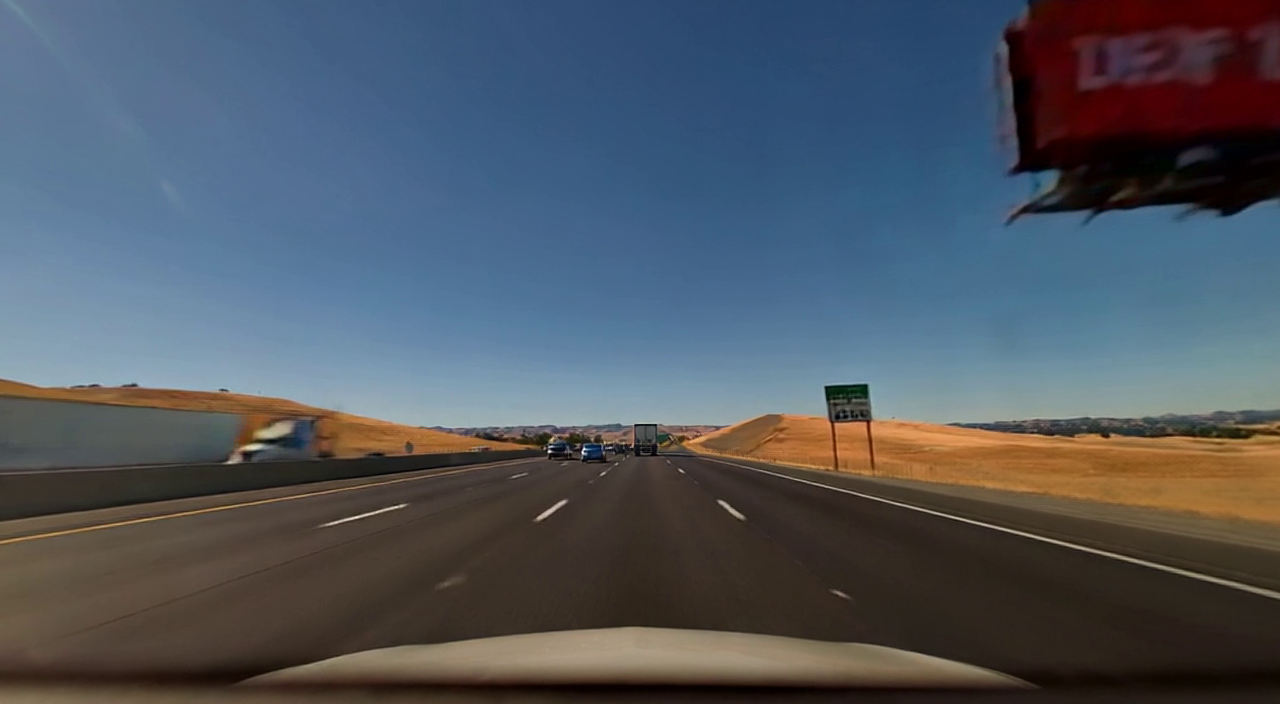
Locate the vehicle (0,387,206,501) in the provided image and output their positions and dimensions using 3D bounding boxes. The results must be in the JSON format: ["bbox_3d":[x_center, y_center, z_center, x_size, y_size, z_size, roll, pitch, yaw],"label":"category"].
[{"bbox_3d":[-24.989,3.781,25.885,2.879,4.158,16.173,0,-8,0],"label":"vehicle"}]

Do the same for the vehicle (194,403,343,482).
[{"bbox_3d":[-20.659,5.152,35.956,3.039,3.894,8.649,0,-8,1],"label":"vehicle"}]

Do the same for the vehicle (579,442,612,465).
[{"bbox_3d":[-3.200,7.421,46.332,2.042,1.532,4.396,0,-8,1],"label":"vehicle"}]
